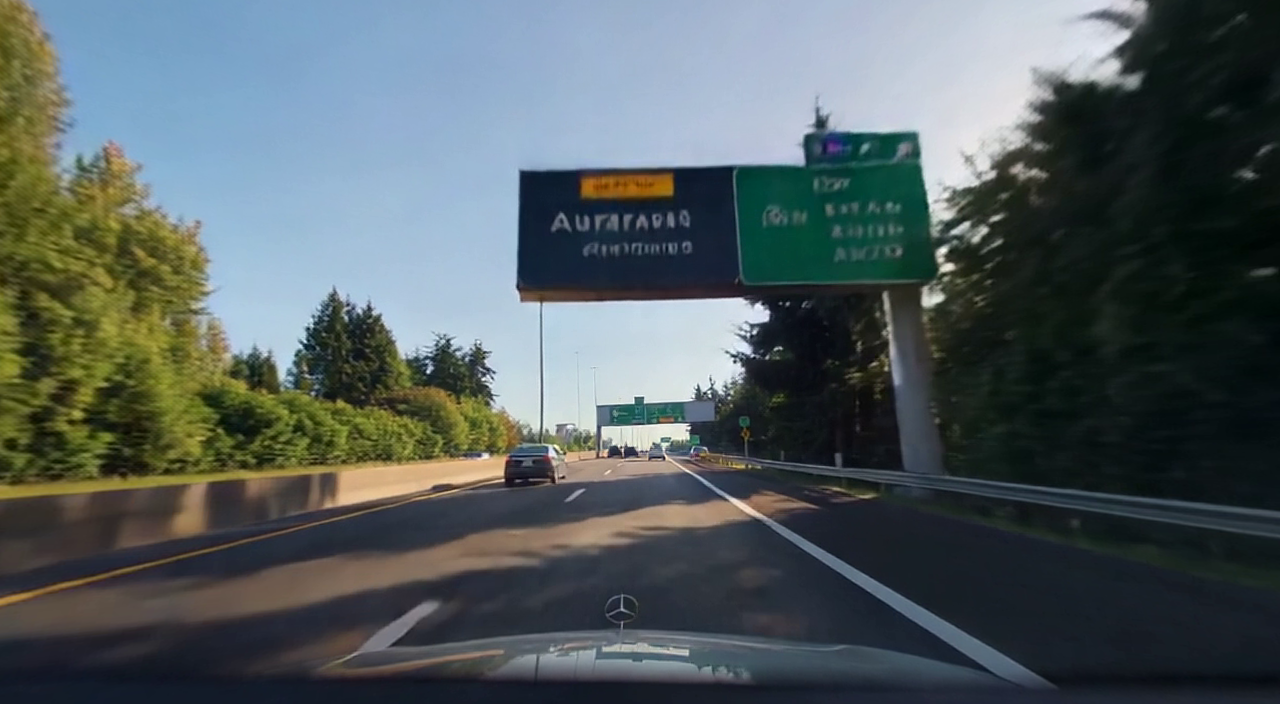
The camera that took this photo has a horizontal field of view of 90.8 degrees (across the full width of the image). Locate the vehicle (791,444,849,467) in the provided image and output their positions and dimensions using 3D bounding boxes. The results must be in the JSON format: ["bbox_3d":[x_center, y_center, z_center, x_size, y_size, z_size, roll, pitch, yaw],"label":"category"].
[{"bbox_3d":[13.590,7.833,47.827,2.021,1.639,4.203,3,-9,-22],"label":"vehicle"}]

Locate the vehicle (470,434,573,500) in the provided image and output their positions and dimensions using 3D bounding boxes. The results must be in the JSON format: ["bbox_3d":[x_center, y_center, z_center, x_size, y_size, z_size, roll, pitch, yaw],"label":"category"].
[{"bbox_3d":[-3.200,3.212,18.002,2.037,1.638,4.274,0,-8,1],"label":"vehicle"}]
